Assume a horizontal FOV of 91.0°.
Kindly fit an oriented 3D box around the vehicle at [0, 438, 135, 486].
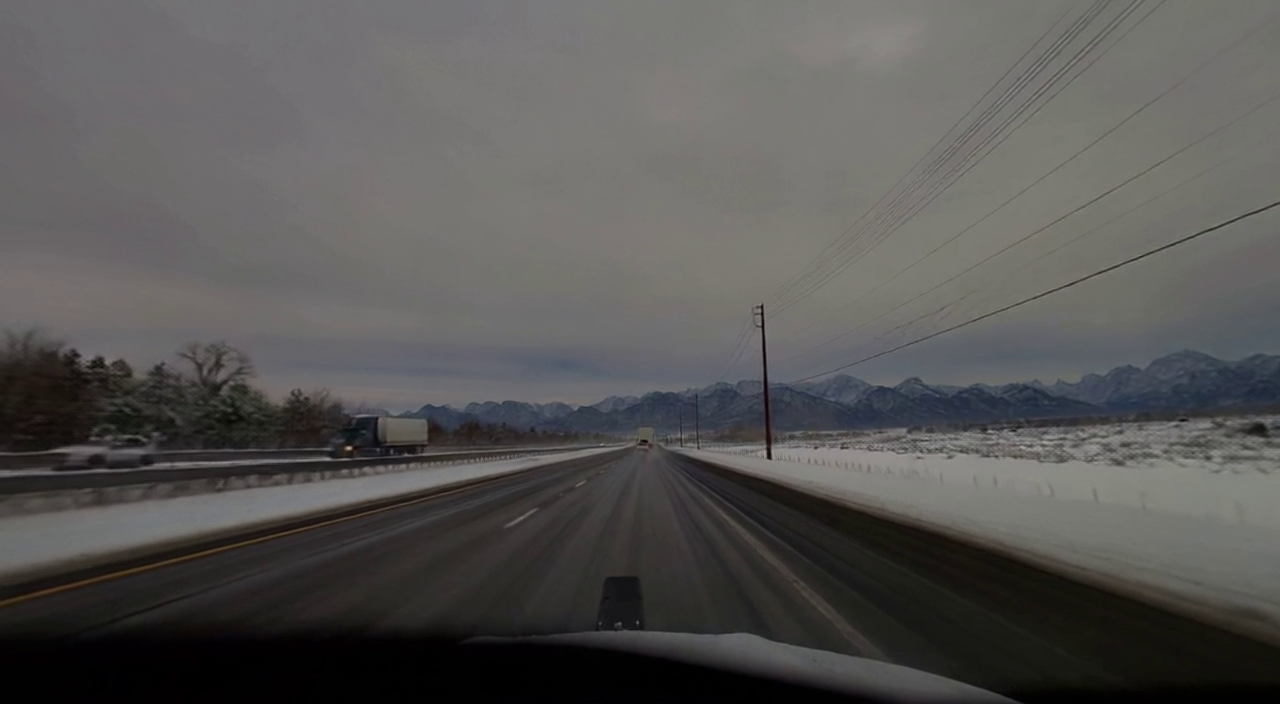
[{"bbox_3d":[-21.022,3.885,22.589,1.904,1.510,4.548,0,-8,2],"label":"vehicle"}]
